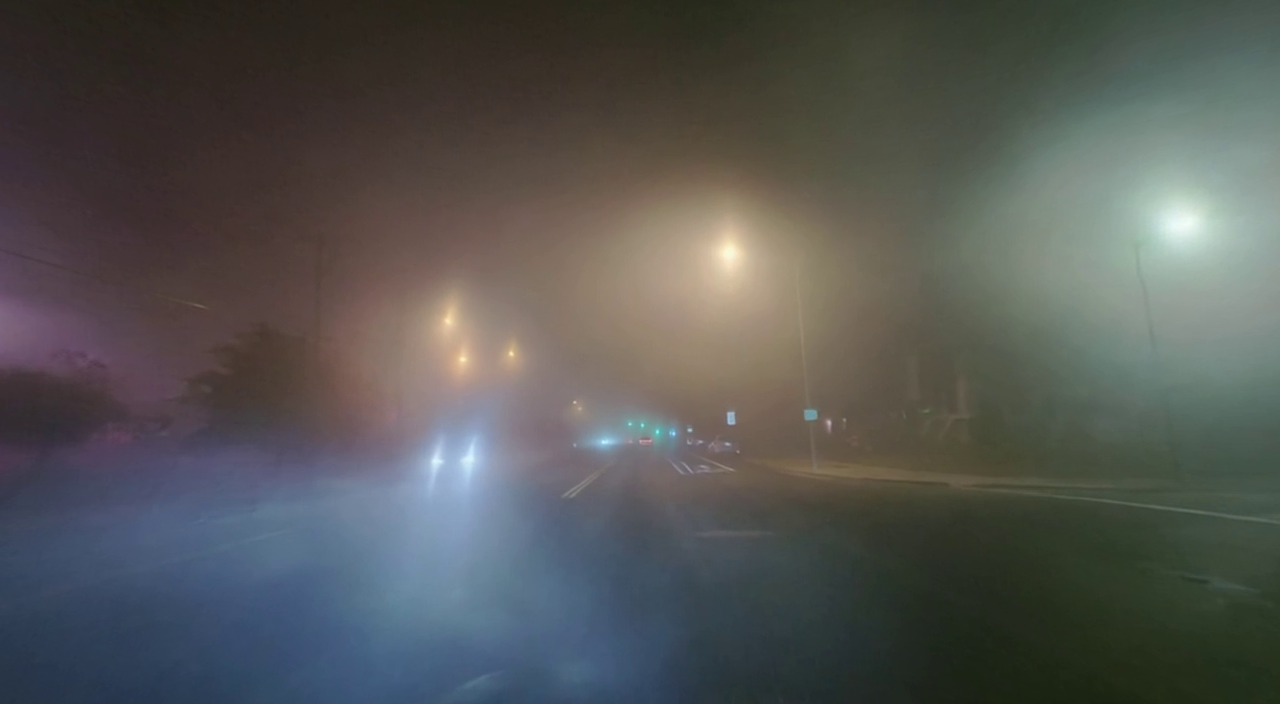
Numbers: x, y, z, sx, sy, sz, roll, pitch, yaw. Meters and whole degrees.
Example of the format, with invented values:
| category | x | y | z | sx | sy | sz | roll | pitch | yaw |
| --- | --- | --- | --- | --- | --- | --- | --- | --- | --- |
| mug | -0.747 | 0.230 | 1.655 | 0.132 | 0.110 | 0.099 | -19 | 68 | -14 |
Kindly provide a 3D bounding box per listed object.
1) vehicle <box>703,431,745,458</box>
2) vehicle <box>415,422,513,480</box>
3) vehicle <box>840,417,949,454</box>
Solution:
| category | x | y | z | sx | sy | sz | roll | pitch | yaw |
| --- | --- | --- | --- | --- | --- | --- | --- | --- | --- |
| vehicle | 5.573 | 6.239 | 42.261 | 2.140 | 1.739 | 4.721 | 0 | -8 | 0 |
| vehicle | -7.485 | 4.323 | 27.634 | 2.413 | 2.267 | 6.252 | 0 | -8 | 1 |
| vehicle | 13.462 | 4.441 | 33.384 | 4.674 | 1.557 | 2.288 | -3 | -8 | -5 |
